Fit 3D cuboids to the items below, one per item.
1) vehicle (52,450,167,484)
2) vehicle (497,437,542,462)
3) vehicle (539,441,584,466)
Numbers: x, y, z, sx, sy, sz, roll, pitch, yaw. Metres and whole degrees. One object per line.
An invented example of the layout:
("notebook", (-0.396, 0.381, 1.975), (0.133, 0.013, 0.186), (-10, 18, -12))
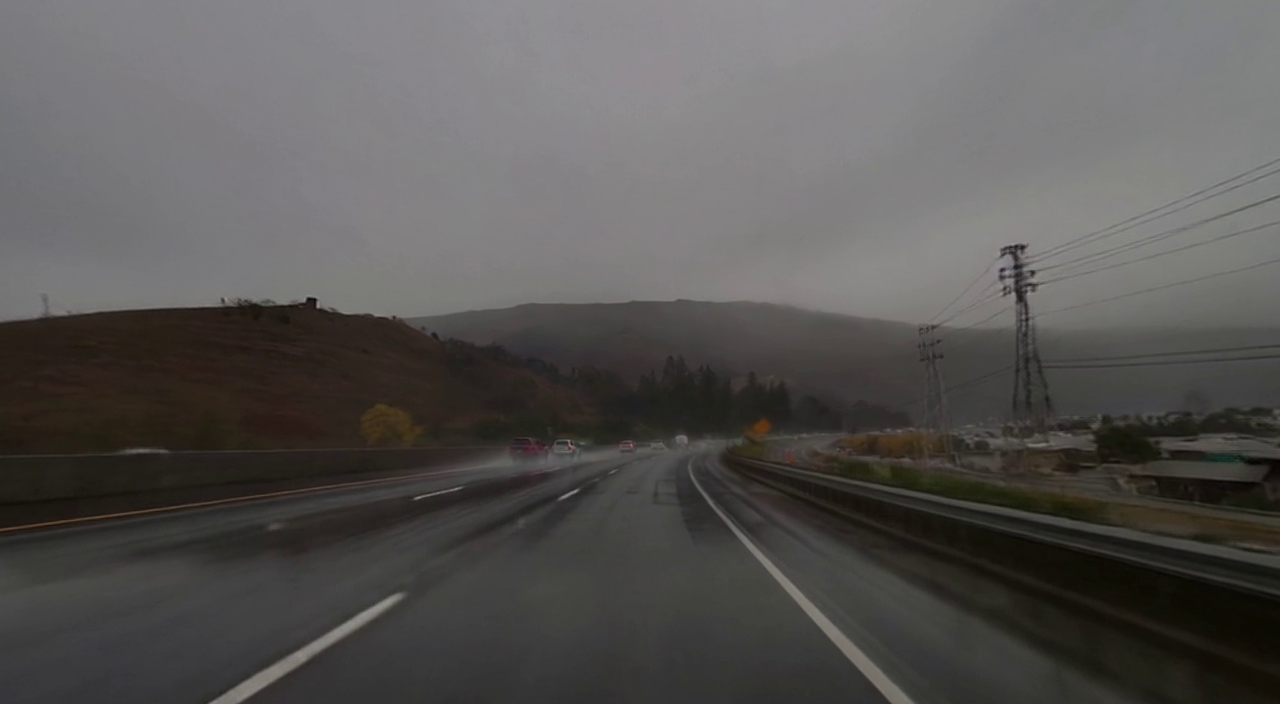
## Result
("vehicle", (-26.597, 5.754, 31.707), (1.754, 1.512, 4.349), (-1, -9, 5))
("vehicle", (-8.866, 7.252, 46.650), (2.063, 1.743, 4.392), (-1, -9, 6))
("vehicle", (-5.084, 6.629, 41.204), (2.010, 1.489, 4.456), (-1, -9, 5))
